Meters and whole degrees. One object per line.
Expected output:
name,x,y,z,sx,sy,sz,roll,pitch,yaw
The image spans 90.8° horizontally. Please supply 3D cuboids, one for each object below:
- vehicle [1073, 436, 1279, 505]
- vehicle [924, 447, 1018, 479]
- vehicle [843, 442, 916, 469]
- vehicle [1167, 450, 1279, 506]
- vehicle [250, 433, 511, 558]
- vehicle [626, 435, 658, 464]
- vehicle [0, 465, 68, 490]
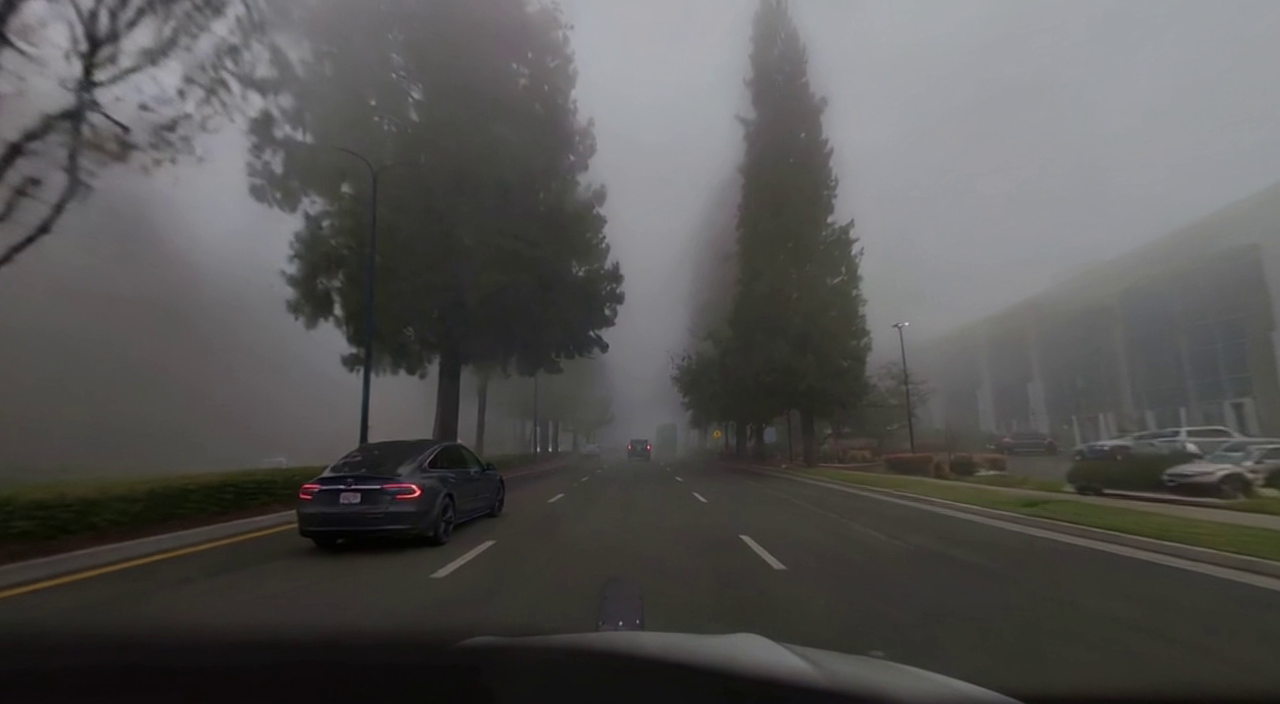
vehicle,17.088,3.789,20.366,4.520,1.834,2.167,-3,-10,0
vehicle,16.079,5.404,30.807,3.495,1.485,1.806,0,-9,-1
vehicle,16.865,7.315,44.570,4.402,1.546,1.628,-3,-10,0
vehicle,17.165,3.429,17.381,3.722,1.408,1.766,0,-9,-1
vehicle,-3.579,2.064,9.880,2.120,1.481,4.535,0,-9,1
vehicle,0.053,7.603,49.336,2.336,2.122,5.207,0,-9,-2
vehicle,-39.516,8.069,40.836,1.633,1.433,3.617,0,-9,-1
